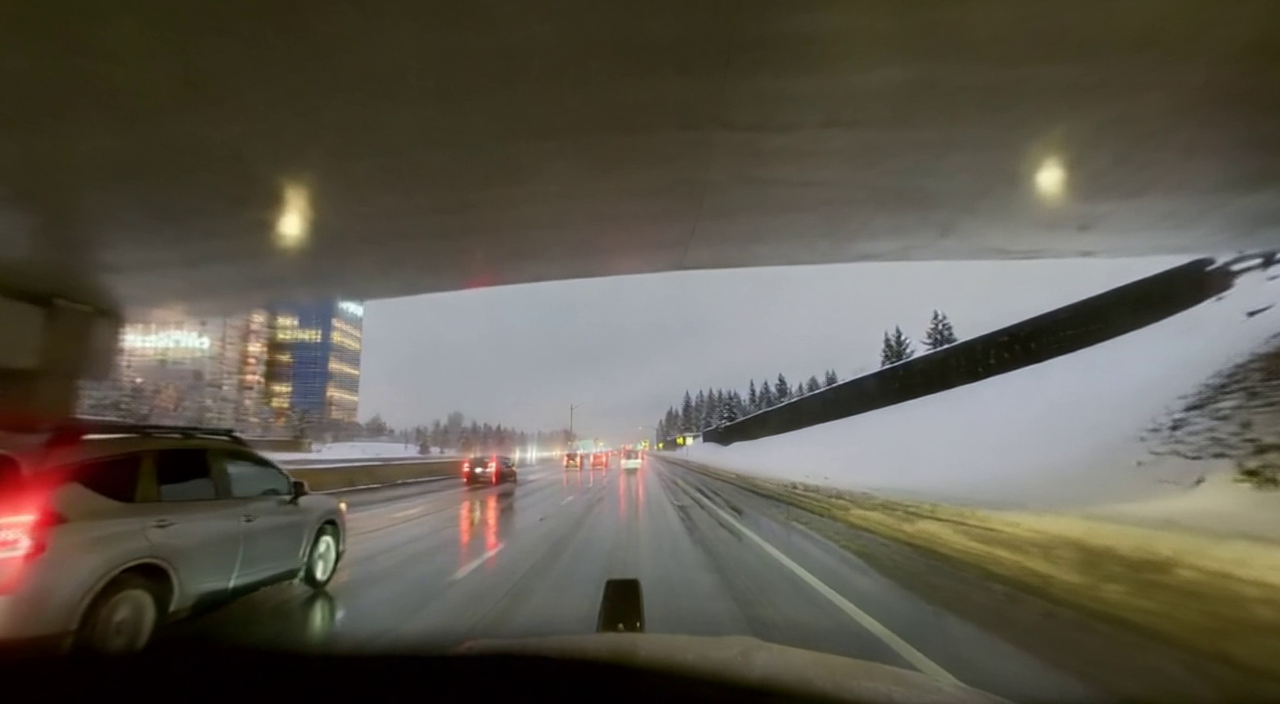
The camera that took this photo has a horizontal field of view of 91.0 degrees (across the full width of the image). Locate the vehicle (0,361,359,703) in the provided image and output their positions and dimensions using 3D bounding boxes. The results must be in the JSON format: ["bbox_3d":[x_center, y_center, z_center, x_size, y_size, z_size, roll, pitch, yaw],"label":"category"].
[{"bbox_3d":[-3.792,1.081,3.808,2.059,1.725,4.521,0,-9,0],"label":"vehicle"}]

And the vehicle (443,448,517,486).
[{"bbox_3d":[-7.203,5.215,28.921,1.998,1.542,4.953,0,-9,1],"label":"vehicle"}]
